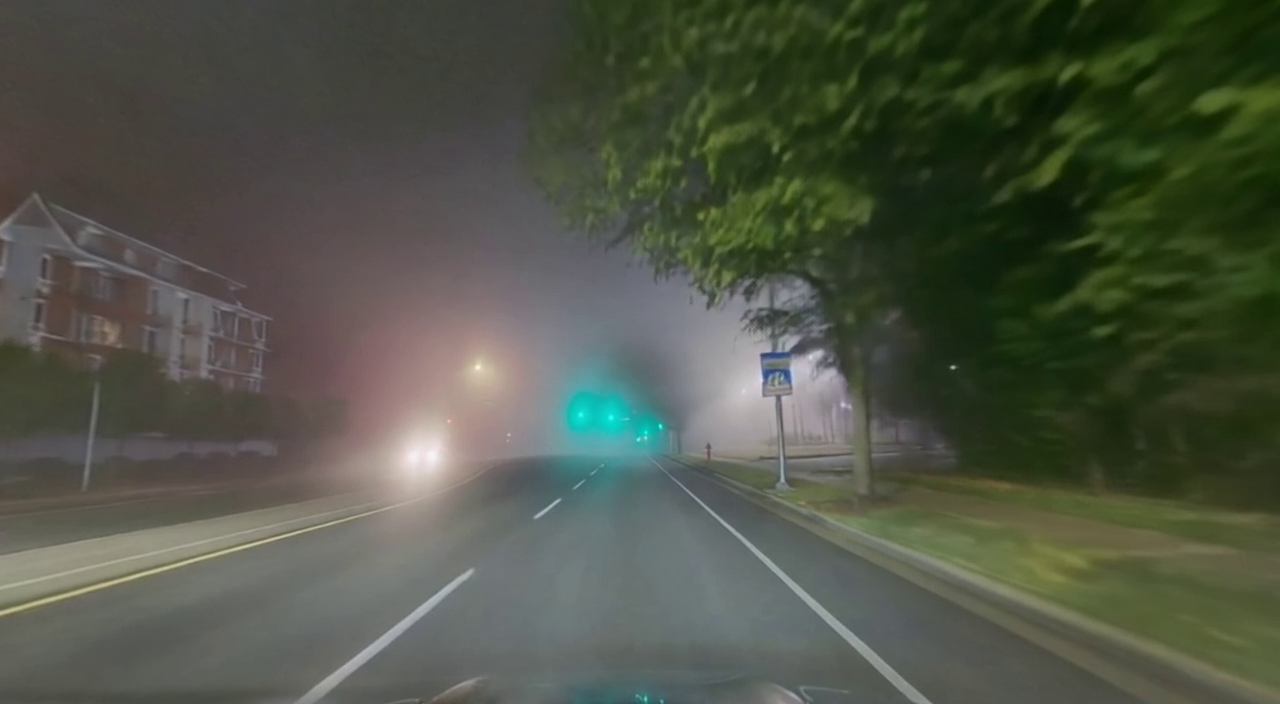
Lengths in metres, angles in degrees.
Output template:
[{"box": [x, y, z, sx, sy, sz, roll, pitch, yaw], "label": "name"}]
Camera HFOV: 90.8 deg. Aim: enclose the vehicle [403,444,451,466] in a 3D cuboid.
[{"box": [-15.225, 7.392, 45.454, 1.898, 1.469, 4.577, 0, -9, 0], "label": "vehicle"}]
